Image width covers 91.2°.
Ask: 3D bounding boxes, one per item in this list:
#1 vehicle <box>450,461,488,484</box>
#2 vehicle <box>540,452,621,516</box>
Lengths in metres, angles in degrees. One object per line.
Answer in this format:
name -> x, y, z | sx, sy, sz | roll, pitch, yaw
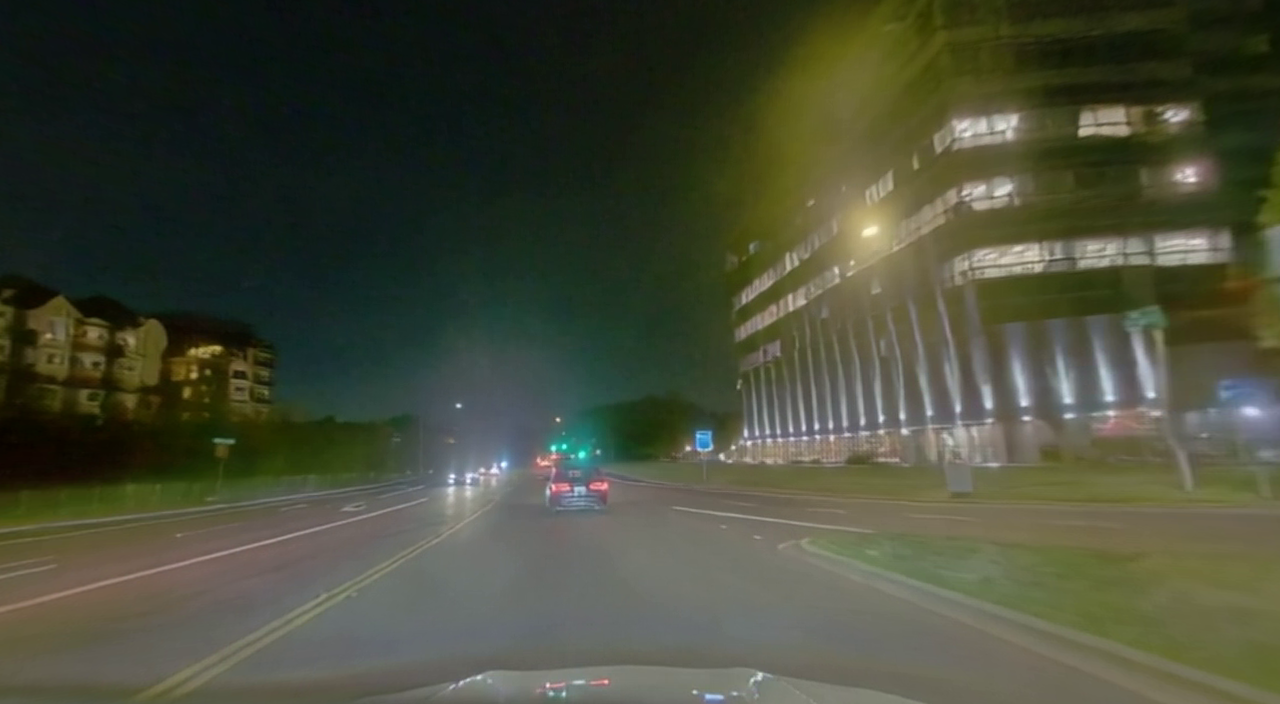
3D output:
vehicle -> -12.881, 9.077, 47.444 | 2.018, 1.498, 4.168 | 0, -9, -6
vehicle -> -1.790, 3.614, 17.619 | 2.014, 1.525, 3.670 | 0, -9, -9
